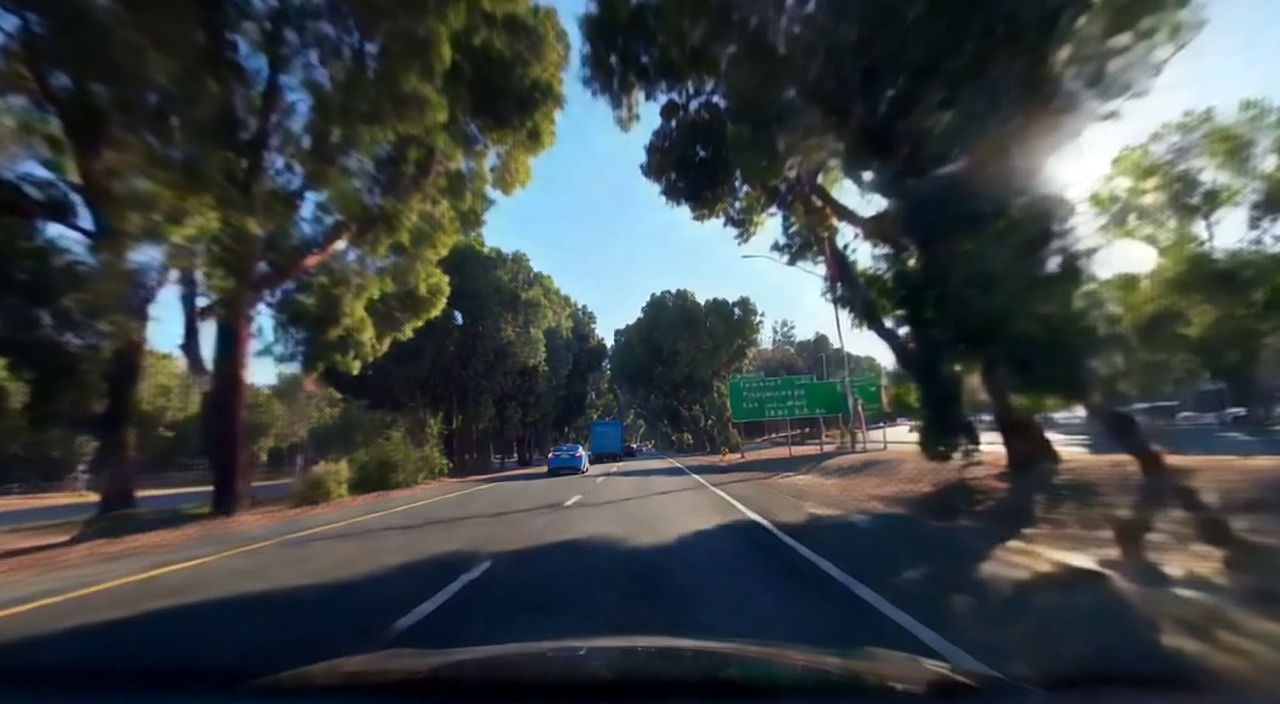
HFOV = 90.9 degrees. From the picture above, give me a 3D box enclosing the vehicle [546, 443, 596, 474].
[{"bbox_3d":[-3.460,5.408,32.224,2.005,1.462,4.345,0,-8,1],"label":"vehicle"}]
